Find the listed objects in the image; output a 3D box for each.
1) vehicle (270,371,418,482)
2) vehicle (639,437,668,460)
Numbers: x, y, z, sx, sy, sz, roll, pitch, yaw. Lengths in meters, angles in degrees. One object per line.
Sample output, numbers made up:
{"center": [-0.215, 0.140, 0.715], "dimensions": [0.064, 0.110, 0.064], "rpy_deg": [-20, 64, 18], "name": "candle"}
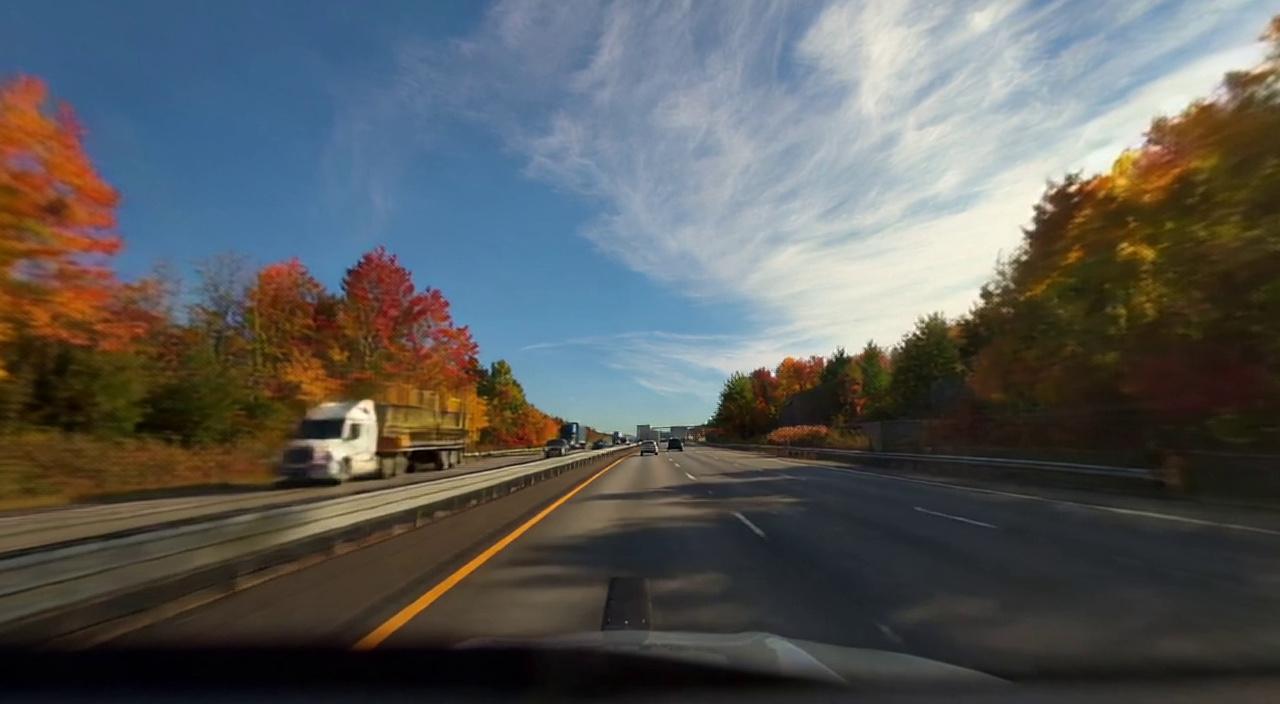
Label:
{"center": [-11.566, 3.058, 25.359], "dimensions": [2.945, 3.941, 6.037], "rpy_deg": [0, -8, -1], "name": "vehicle"}
{"center": [0.874, 6.663, 43.593], "dimensions": [1.924, 1.498, 3.817], "rpy_deg": [0, -8, 0], "name": "vehicle"}
